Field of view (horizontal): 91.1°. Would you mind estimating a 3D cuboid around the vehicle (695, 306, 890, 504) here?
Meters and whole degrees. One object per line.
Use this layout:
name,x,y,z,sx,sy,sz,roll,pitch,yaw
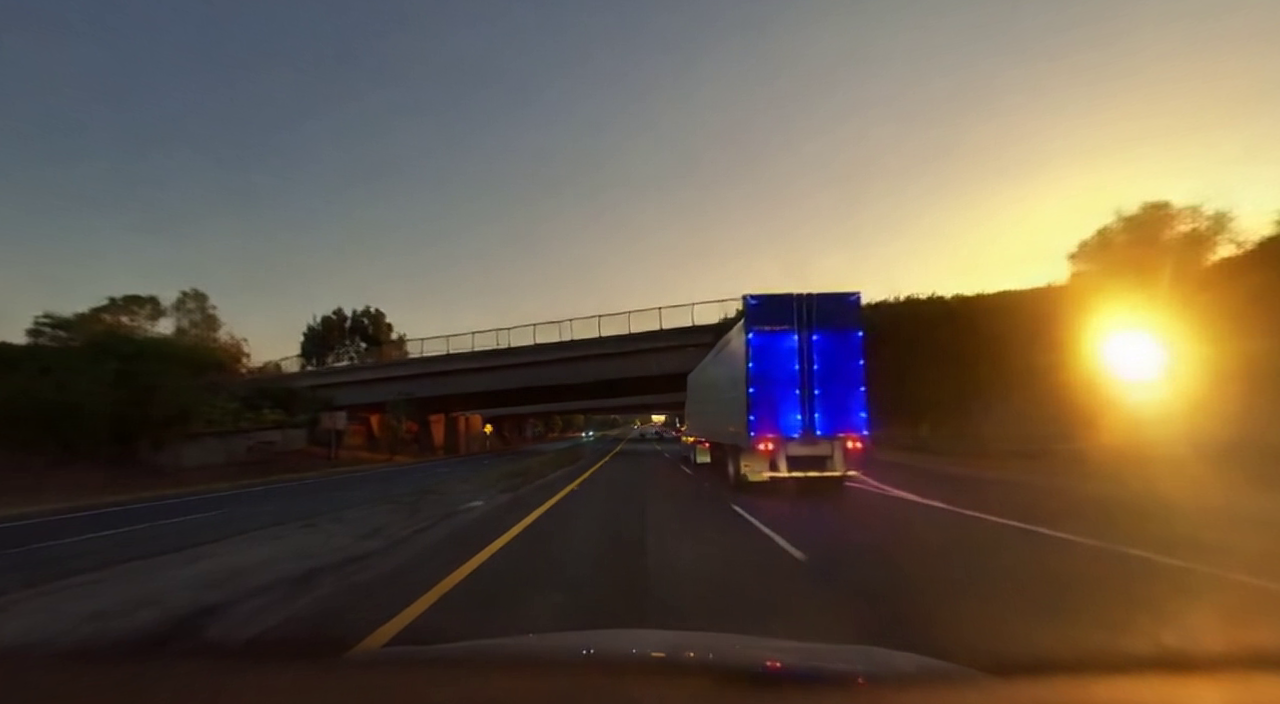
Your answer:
vehicle,3.333,1.560,16.570,2.949,3.877,8.528,0,-8,0
